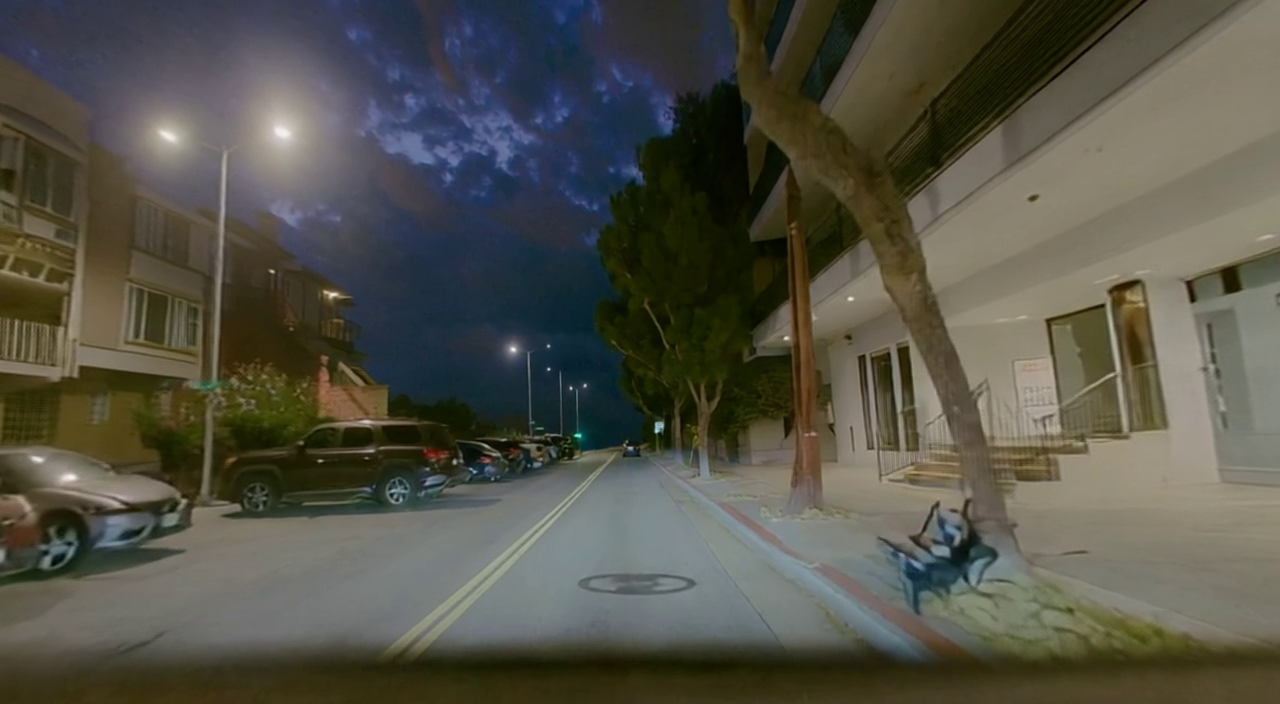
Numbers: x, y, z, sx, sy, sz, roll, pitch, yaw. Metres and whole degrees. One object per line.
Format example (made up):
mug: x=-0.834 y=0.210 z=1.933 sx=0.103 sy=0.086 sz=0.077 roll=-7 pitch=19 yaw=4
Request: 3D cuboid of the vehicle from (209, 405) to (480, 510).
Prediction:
vehicle: x=-7.227 y=2.656 z=16.113 sx=5.592 sy=2.439 sz=2.515 roll=0 pitch=-9 yaw=-1

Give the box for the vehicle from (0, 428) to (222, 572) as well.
vehicle: x=-8.077 y=1.798 z=8.054 sx=4.065 sy=1.599 sz=1.890 roll=0 pitch=-8 yaw=-3
